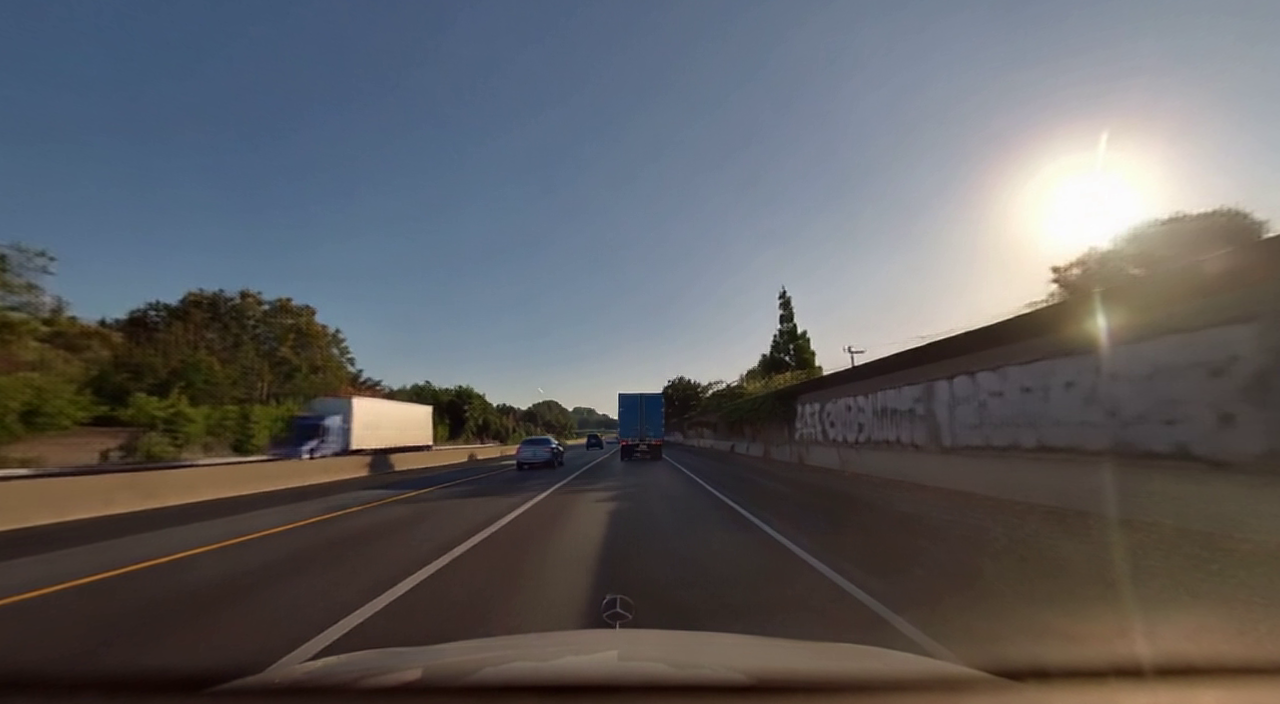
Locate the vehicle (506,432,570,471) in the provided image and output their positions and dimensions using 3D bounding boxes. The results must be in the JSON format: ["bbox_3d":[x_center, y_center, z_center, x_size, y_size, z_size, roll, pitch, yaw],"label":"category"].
[{"bbox_3d":[-4.250,4.202,26.921,1.948,1.526,4.525,0,-8,0],"label":"vehicle"}]

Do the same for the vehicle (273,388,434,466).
[{"bbox_3d":[-18.377,5.215,42.800,3.166,4.222,16.648,0,-8,0],"label":"vehicle"}]

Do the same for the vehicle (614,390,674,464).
[{"bbox_3d":[0.118,4.326,35.879,2.927,3.649,9.443,0,-8,-1],"label":"vehicle"}]
